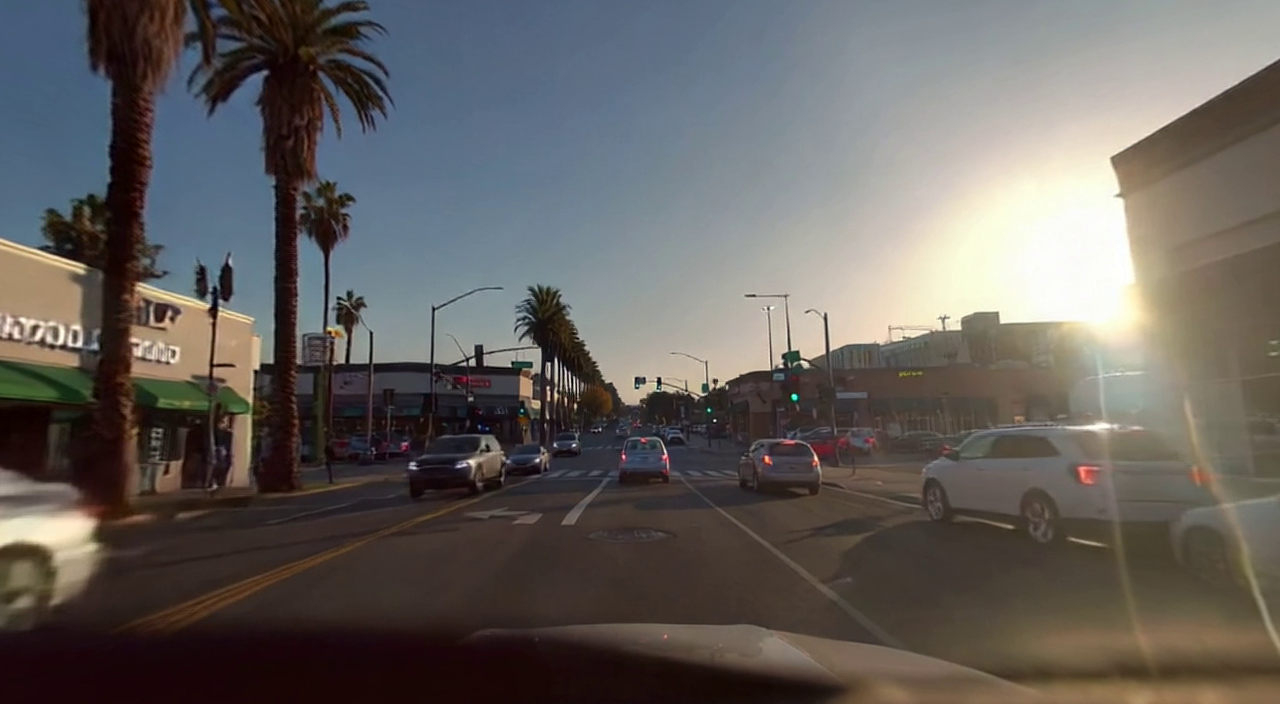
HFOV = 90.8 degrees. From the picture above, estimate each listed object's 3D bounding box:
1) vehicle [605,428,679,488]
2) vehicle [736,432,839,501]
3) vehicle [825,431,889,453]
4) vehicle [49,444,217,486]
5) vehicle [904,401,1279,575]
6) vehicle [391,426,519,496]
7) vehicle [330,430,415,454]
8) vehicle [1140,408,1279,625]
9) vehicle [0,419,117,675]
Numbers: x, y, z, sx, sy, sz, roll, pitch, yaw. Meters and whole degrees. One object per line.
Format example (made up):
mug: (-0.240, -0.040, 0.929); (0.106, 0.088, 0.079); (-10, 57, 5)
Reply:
vehicle: (0.020, 3.549, 21.491); (2.264, 1.798, 4.531); (0, -8, -1)
vehicle: (4.043, 3.212, 18.130); (2.070, 1.711, 4.480); (-1, -8, 3)
vehicle: (16.996, 7.035, 49.552); (4.304, 1.685, 1.947); (0, -8, 0)
vehicle: (-19.582, 4.329, 24.641); (1.759, 1.457, 4.727); (-6, -10, 37)
vehicle: (6.195, 1.869, 9.626); (1.981, 1.893, 5.238); (0, -8, -1)
vehicle: (-5.196, 3.149, 18.627); (2.341, 1.762, 4.865); (0, -8, -1)
vehicle: (-20.805, 7.014, 49.267); (5.674, 1.804, 2.190); (-1, -8, 6)
vehicle: (6.161, 1.173, 4.079); (2.008, 1.729, 4.647); (0, -8, 0)
vehicle: (-4.805, 0.958, 2.321); (2.092, 1.504, 4.374); (0, -8, -2)
